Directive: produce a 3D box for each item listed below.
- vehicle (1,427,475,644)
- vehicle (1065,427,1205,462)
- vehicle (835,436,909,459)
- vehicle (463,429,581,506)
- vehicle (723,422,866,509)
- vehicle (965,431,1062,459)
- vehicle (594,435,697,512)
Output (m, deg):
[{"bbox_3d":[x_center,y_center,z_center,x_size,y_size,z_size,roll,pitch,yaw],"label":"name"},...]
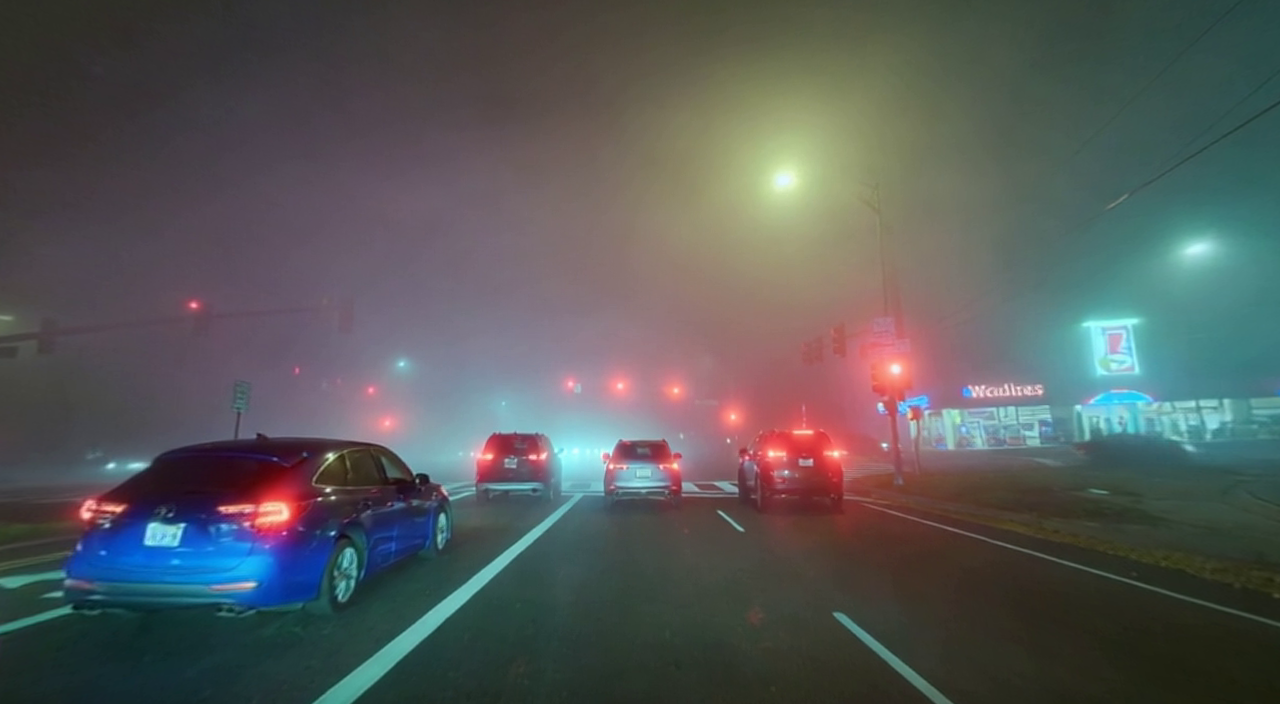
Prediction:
[{"bbox_3d":[-3.337,1.597,6.554,2.014,1.472,4.357,0,-9,1],"label":"vehicle"},{"bbox_3d":[26.536,4.997,33.947,5.504,1.821,2.173,-1,-9,4],"label":"vehicle"},{"bbox_3d":[16.938,6.980,46.081,4.626,1.653,1.982,0,-9,1],"label":"vehicle"},{"bbox_3d":[-2.823,2.886,16.076,2.072,1.694,4.070,-1,-9,2],"label":"vehicle"},{"bbox_3d":[3.334,2.566,14.600,2.076,1.691,4.402,0,-9,-2],"label":"vehicle"},{"bbox_3d":[23.289,5.835,39.395,4.781,1.700,1.986,0,-9,1],"label":"vehicle"},{"bbox_3d":[0.139,2.732,14.561,2.032,1.499,3.994,0,-9,1],"label":"vehicle"}]
